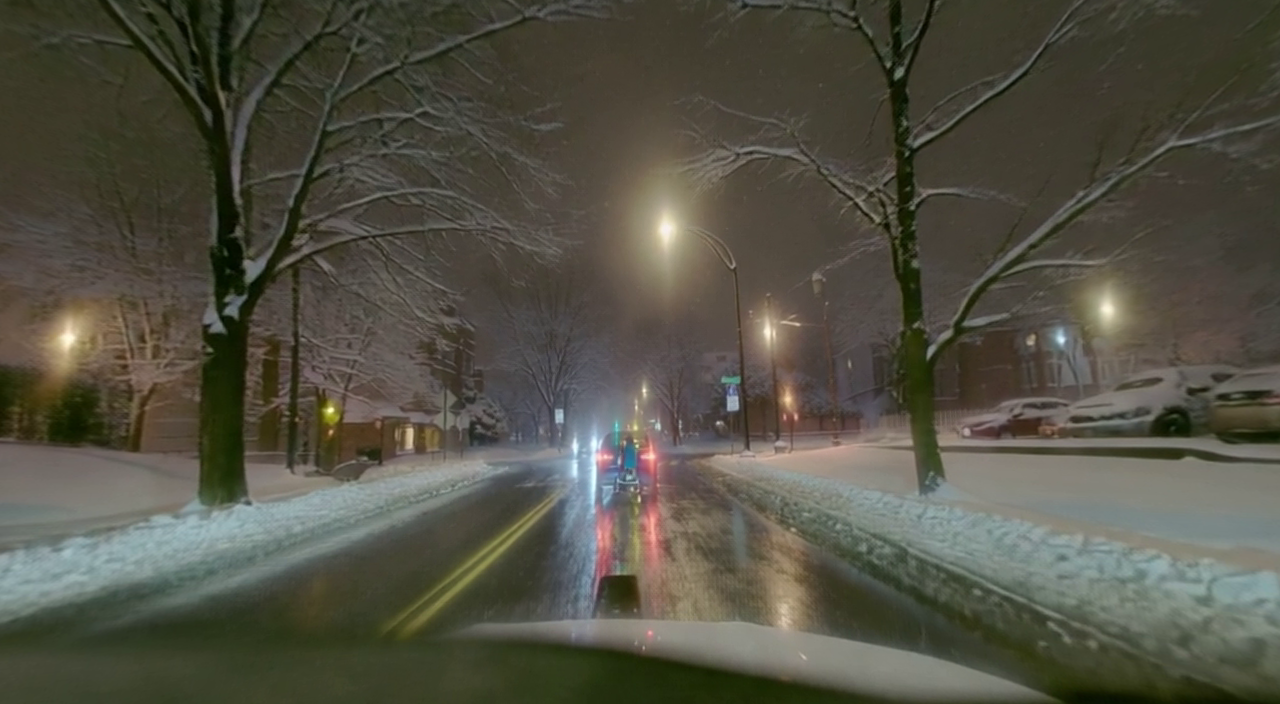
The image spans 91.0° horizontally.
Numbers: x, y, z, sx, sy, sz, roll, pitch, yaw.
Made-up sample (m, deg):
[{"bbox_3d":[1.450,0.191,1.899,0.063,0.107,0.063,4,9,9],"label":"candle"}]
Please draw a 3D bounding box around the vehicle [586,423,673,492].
[{"bbox_3d":[-0.242,2.876,17.495,2.142,1.686,3.816,0,-8,1],"label":"vehicle"}]

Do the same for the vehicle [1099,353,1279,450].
[{"bbox_3d":[12.743,1.080,13.258,4.350,1.867,2.091,-1,-7,6],"label":"vehicle"}]
